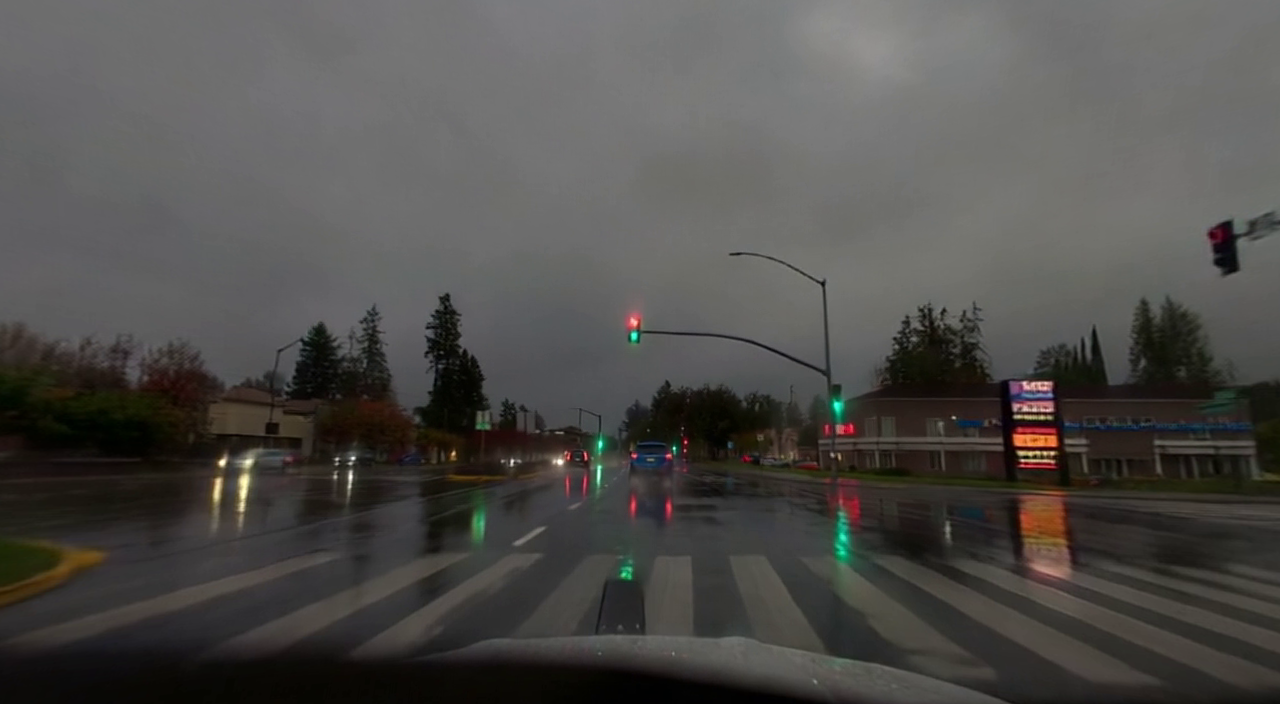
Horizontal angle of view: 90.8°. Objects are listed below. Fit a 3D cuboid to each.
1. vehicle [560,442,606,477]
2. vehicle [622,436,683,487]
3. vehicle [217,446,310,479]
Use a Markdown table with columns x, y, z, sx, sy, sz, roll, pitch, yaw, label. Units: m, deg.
| x | y | z | sx | sy | sz | roll | pitch | yaw | label |
| --- | --- | --- | --- | --- | --- | --- | --- | --- | --- |
| -3.216 | 6.175 | 36.630 | 2.202 | 1.856 | 4.516 | 0 | -8 | 1 | vehicle |
| 0.458 | 4.471 | 26.208 | 2.273 | 1.909 | 5.075 | 0 | -8 | 0 | vehicle |
| -19.660 | 5.773 | 33.305 | 1.948 | 1.586 | 4.962 | 0 | -8 | -1 | vehicle |
